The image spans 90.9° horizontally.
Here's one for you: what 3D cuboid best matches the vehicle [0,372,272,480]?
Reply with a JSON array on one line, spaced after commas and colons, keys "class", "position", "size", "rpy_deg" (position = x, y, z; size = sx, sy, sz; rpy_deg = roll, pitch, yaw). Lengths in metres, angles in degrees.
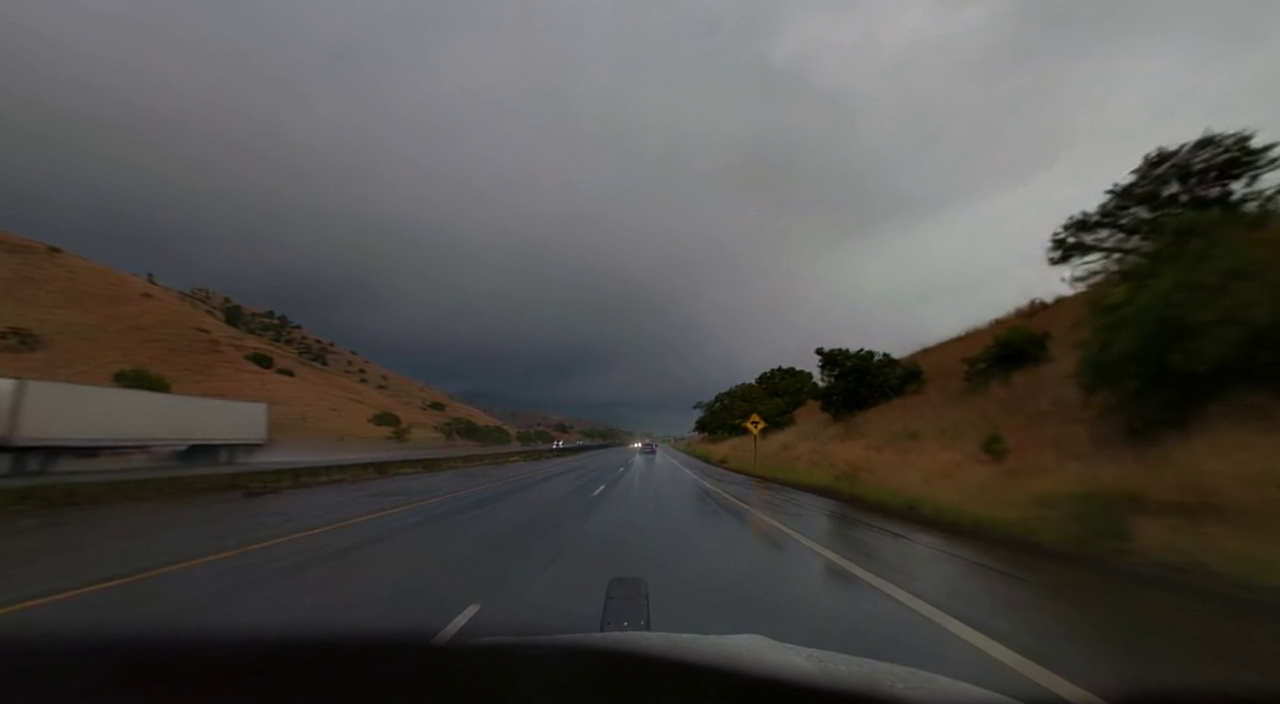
[{"class": "vehicle", "position": [-25.927, 4.113, 32.813], "size": [2.897, 4.201, 16.518], "rpy_deg": [0, -9, 3]}]
